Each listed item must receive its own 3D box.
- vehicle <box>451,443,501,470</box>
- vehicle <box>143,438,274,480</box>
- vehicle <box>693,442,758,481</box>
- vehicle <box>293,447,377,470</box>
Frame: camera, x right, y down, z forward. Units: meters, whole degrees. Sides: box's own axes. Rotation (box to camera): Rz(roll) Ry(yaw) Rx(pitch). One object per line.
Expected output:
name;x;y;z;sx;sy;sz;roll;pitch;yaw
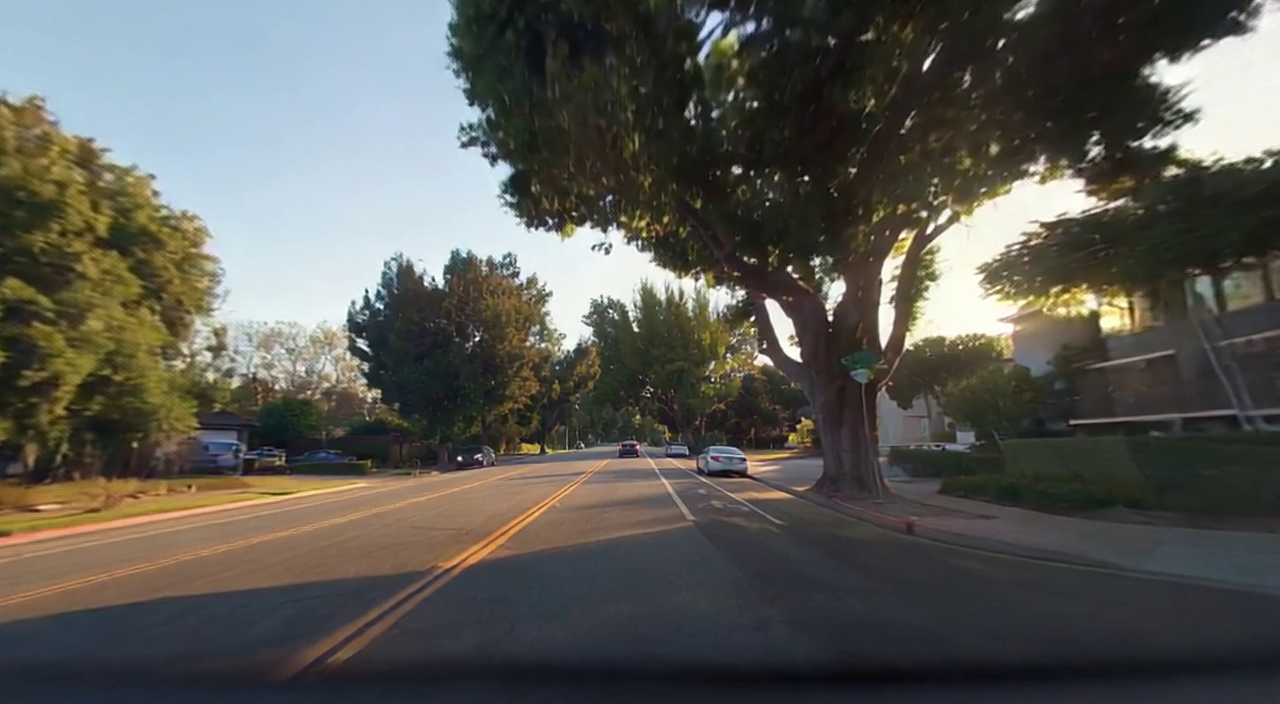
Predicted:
vehicle;-11.767;7.519;45.738;2.086;1.711;5.661;-3;-8;0
vehicle;-20.127;5.001;29.659;4.496;1.823;2.046;1;-8;-6
vehicle;3.567;4.676;27.266;2.014;1.498;4.484;1;-8;-3
vehicle;-18.999;6.652;39.492;4.326;1.355;1.812;1;-8;-4
